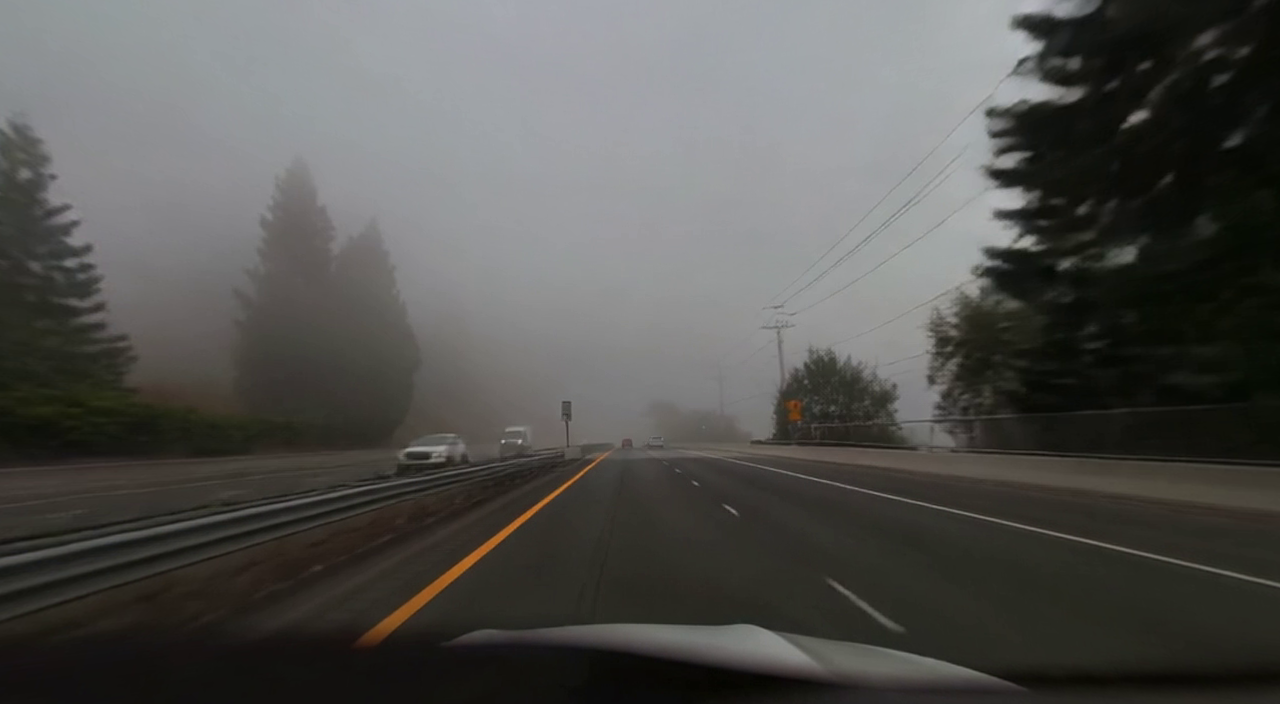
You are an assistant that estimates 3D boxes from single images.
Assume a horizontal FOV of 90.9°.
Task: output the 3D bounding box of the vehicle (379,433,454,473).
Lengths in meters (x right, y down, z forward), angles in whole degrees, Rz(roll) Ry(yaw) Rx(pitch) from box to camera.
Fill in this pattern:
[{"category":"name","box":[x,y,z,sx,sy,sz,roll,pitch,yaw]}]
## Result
[{"category":"vehicle","box":[-9.749,4.411,27.858,1.865,1.622,4.311,1,-8,-2]}]
